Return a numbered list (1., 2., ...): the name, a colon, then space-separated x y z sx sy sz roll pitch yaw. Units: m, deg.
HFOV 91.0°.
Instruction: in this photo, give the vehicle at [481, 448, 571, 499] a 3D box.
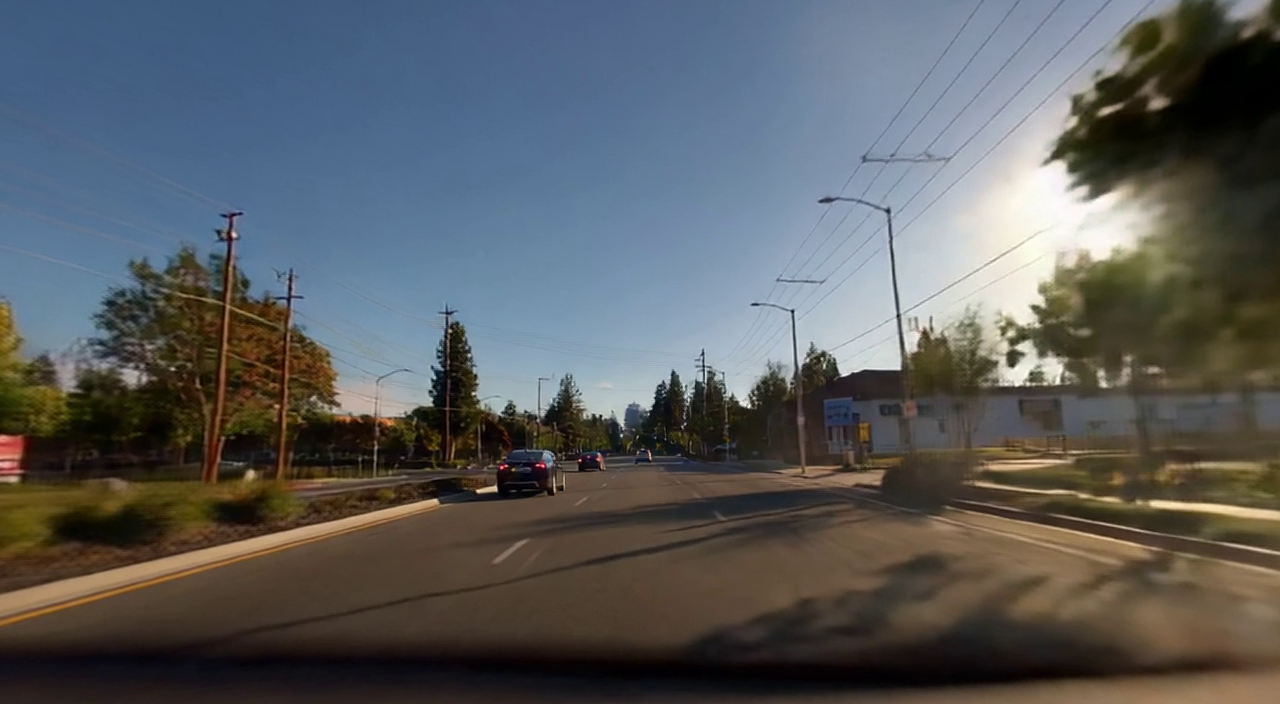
1. vehicle: -3.557 3.865 20.493 2.076 1.444 4.328 0 -9 1
